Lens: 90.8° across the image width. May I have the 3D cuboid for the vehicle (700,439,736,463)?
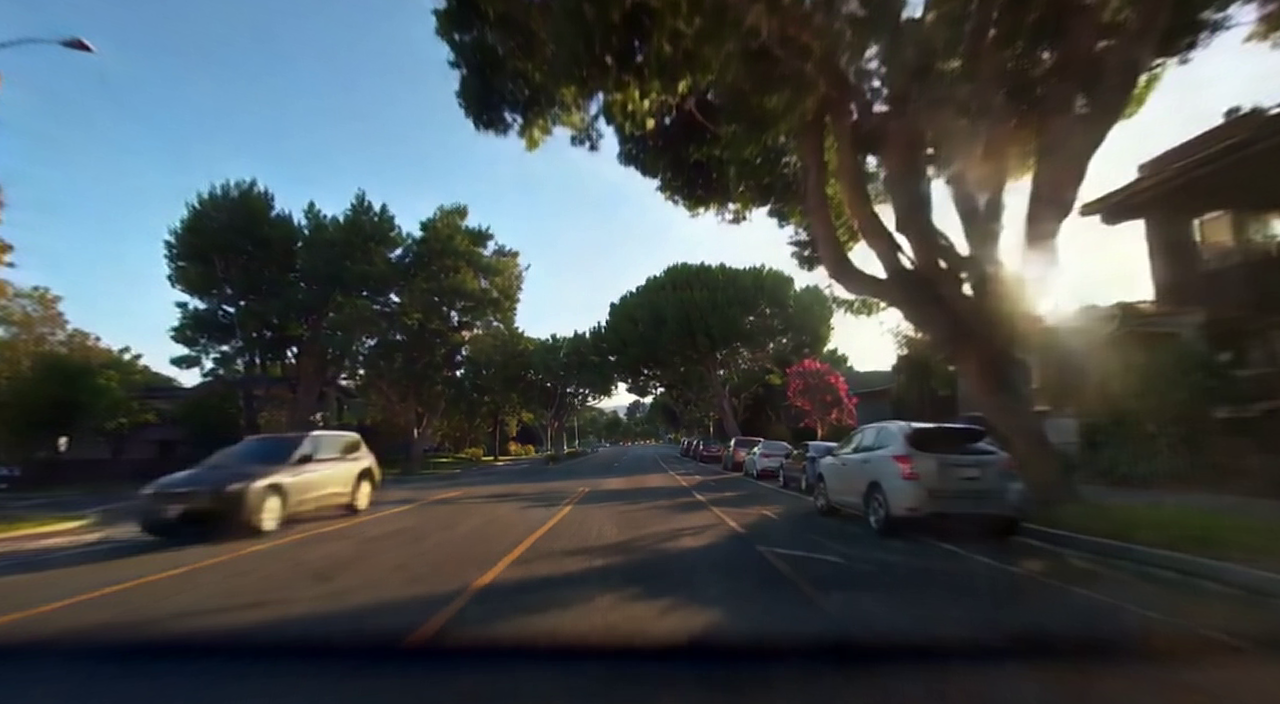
[{"bbox_3d":[5.291,6.779,43.331,1.837,1.532,3.886,0,-8,-2],"label":"vehicle"}]

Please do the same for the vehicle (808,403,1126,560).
[{"bbox_3d":[4.244,1.761,9.287,2.272,1.744,4.324,0,-8,-1],"label":"vehicle"}]

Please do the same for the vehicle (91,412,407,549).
[{"bbox_3d":[-6.670,2.269,12.042,2.105,1.919,6.049,0,-8,1],"label":"vehicle"}]
